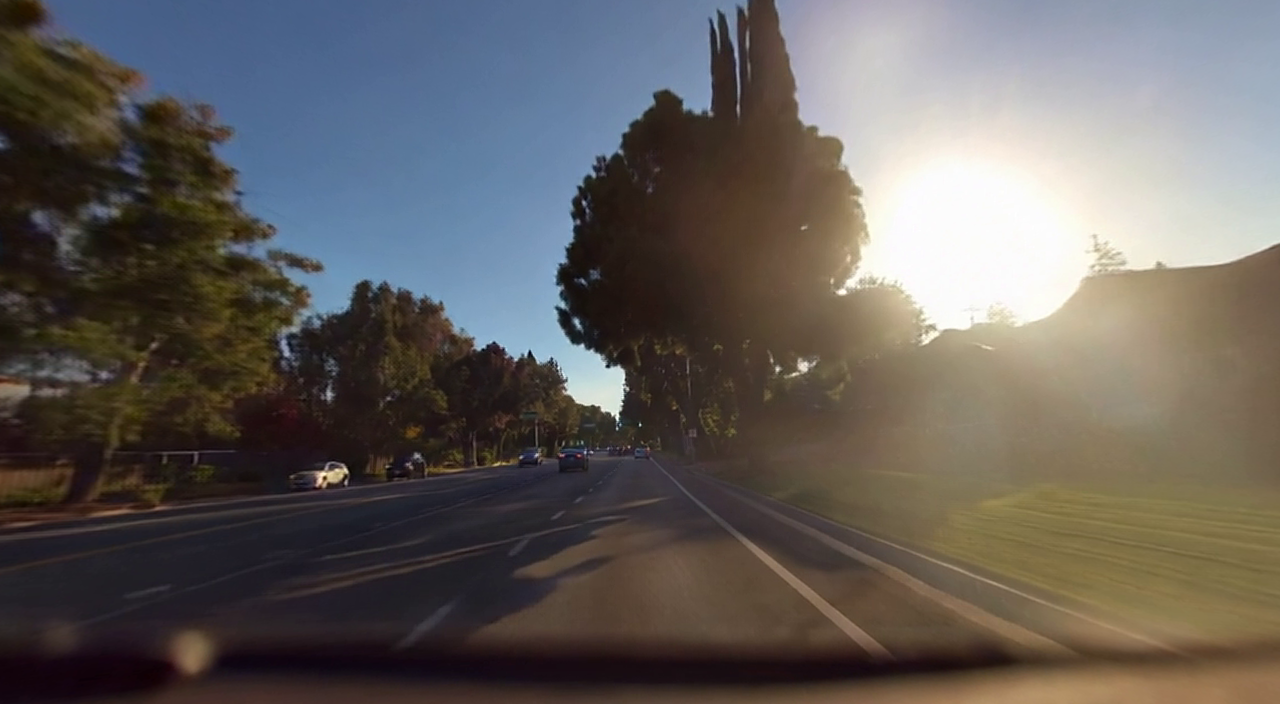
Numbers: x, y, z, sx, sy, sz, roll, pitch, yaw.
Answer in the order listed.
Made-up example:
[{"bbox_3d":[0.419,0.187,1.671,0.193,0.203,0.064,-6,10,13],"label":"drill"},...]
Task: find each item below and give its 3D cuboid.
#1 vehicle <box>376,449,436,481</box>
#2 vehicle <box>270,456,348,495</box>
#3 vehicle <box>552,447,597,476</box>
[{"bbox_3d":[-17.406,8.373,47.275,2.255,1.987,5.723,-4,-8,1],"label":"vehicle"},{"bbox_3d":[-17.496,6.514,33.661,1.948,1.602,4.544,-4,-7,-3],"label":"vehicle"},{"bbox_3d":[-3.486,5.910,34.269,1.992,1.447,4.044,0,-9,0],"label":"vehicle"}]
